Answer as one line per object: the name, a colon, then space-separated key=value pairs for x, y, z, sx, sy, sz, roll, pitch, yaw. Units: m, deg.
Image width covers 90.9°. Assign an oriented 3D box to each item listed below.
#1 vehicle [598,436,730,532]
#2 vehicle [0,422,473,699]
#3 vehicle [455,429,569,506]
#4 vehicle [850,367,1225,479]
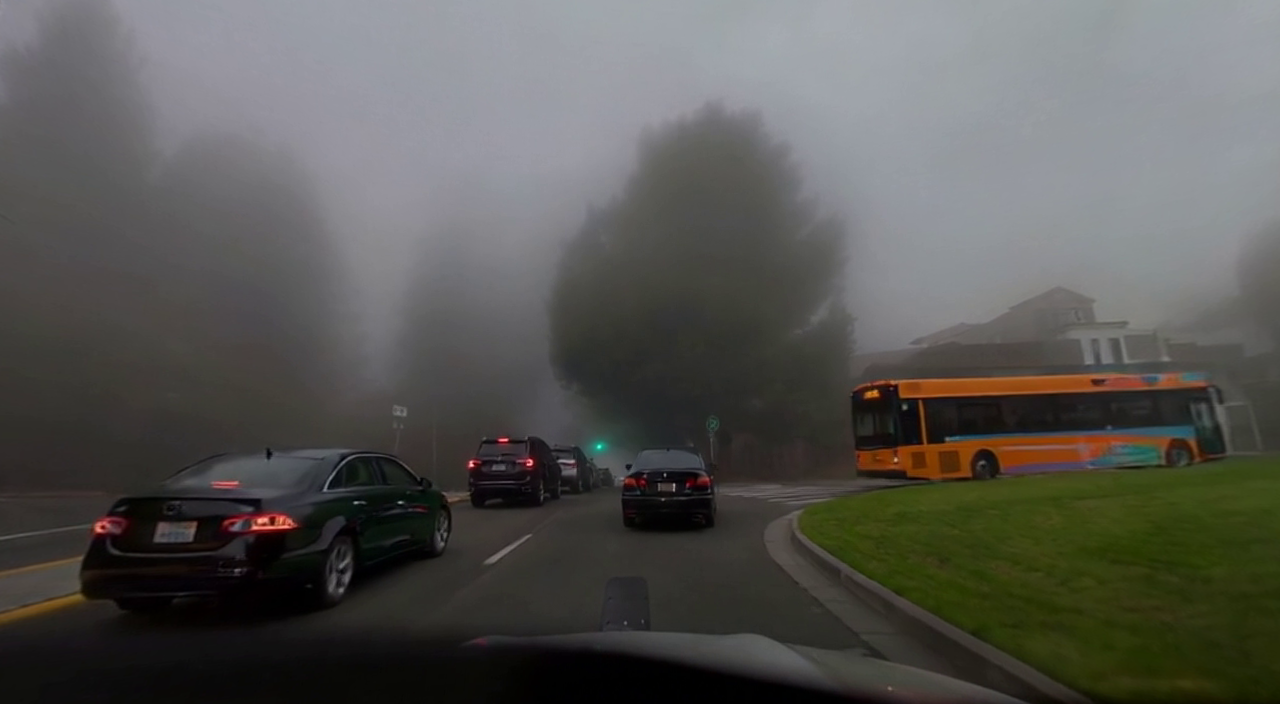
vehicle: x=0.630 y=2.366 z=11.912 sx=2.020 sy=1.478 sz=3.922 roll=-1 pitch=-9 yaw=9
vehicle: x=-3.332 y=1.480 z=5.821 sx=1.953 sy=1.480 sz=4.522 roll=-1 pitch=-8 yaw=6
vehicle: x=-3.242 y=3.034 z=17.026 sx=2.017 sy=1.761 sz=4.572 roll=0 pitch=-8 yaw=1
vehicle: x=12.264 y=2.294 z=20.181 sx=9.977 sy=3.303 sz=2.948 roll=0 pitch=-8 yaw=-2
